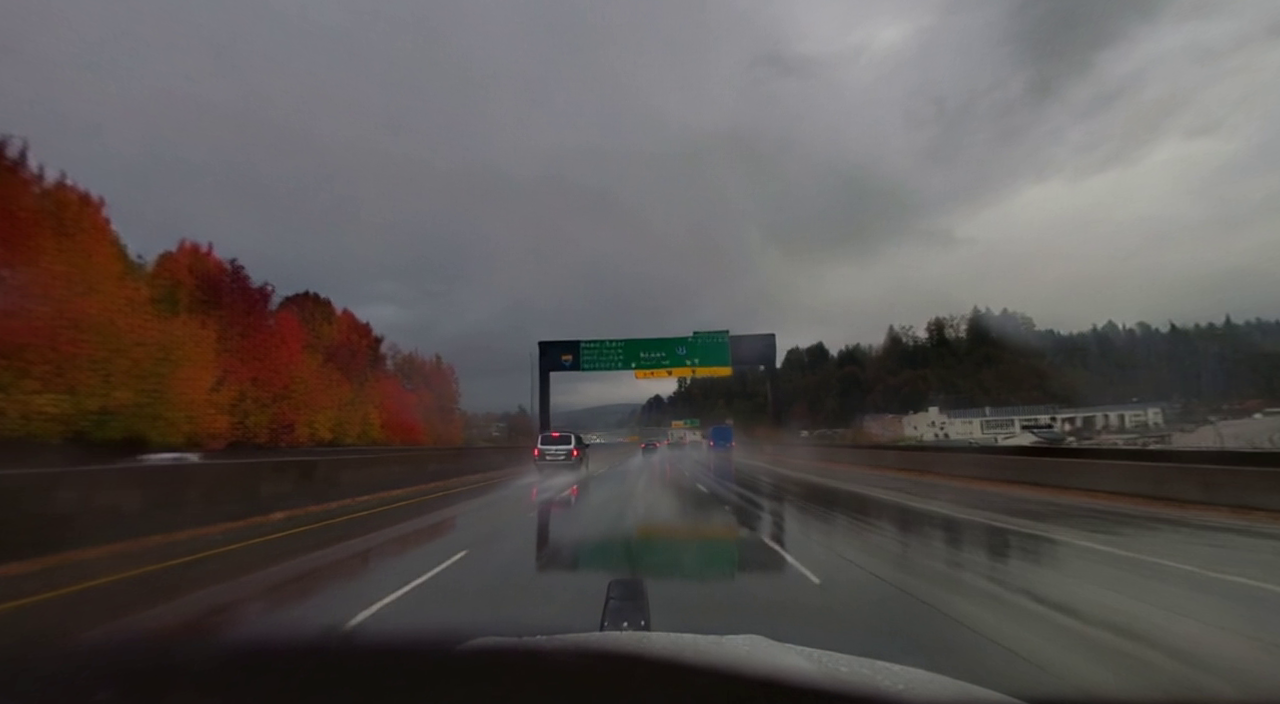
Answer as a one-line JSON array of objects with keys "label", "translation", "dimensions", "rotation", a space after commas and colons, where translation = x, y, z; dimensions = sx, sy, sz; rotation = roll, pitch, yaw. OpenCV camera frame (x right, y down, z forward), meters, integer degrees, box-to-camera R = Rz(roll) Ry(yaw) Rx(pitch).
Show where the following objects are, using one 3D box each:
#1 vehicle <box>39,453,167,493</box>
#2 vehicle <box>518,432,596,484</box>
[{"label": "vehicle", "translation": [-23.147, 5.200, 27.348], "dimensions": [1.803, 1.487, 4.200], "rotation": [0, -8, 1]}, {"label": "vehicle", "translation": [-2.920, 3.857, 23.269], "dimensions": [2.177, 1.707, 4.432], "rotation": [0, -8, 1]}]
